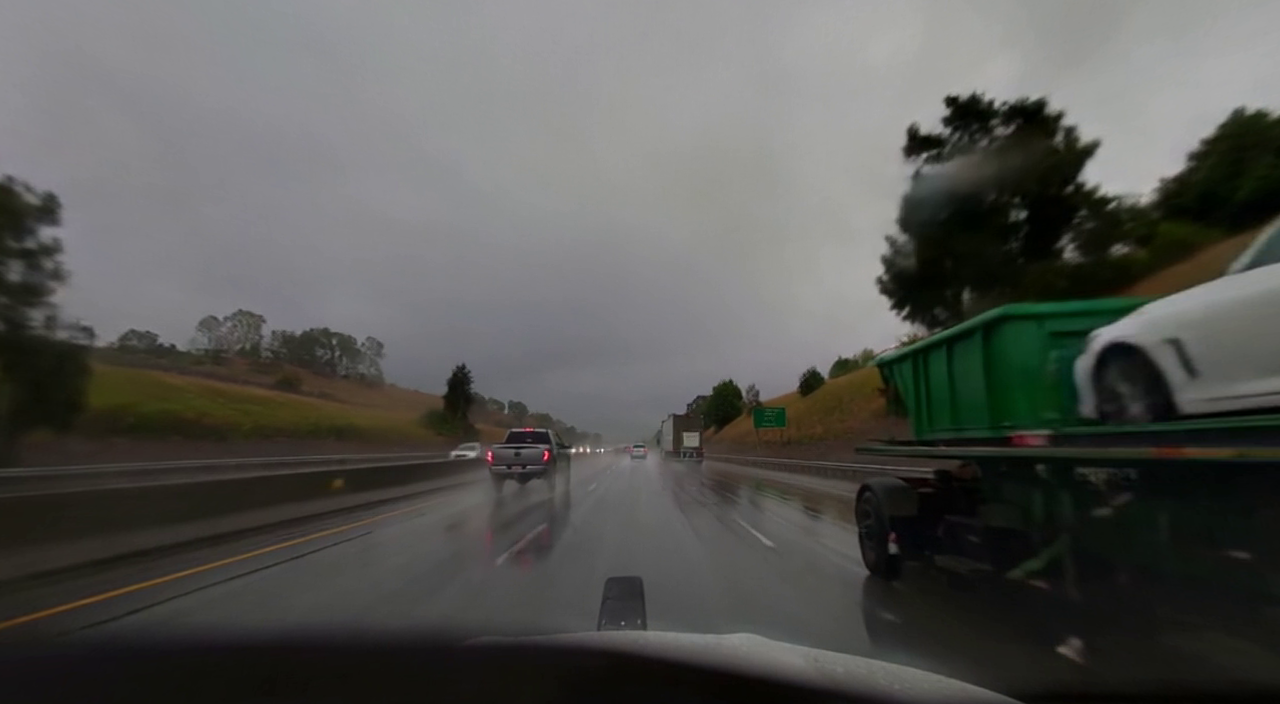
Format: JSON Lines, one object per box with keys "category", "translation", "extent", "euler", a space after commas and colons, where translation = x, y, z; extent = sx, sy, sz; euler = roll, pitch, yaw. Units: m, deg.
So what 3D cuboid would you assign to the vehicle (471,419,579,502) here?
{"category": "vehicle", "translation": [-3.095, 3.058, 18.039], "extent": [2.142, 2.044, 4.446], "euler": [0, -9, 1]}
